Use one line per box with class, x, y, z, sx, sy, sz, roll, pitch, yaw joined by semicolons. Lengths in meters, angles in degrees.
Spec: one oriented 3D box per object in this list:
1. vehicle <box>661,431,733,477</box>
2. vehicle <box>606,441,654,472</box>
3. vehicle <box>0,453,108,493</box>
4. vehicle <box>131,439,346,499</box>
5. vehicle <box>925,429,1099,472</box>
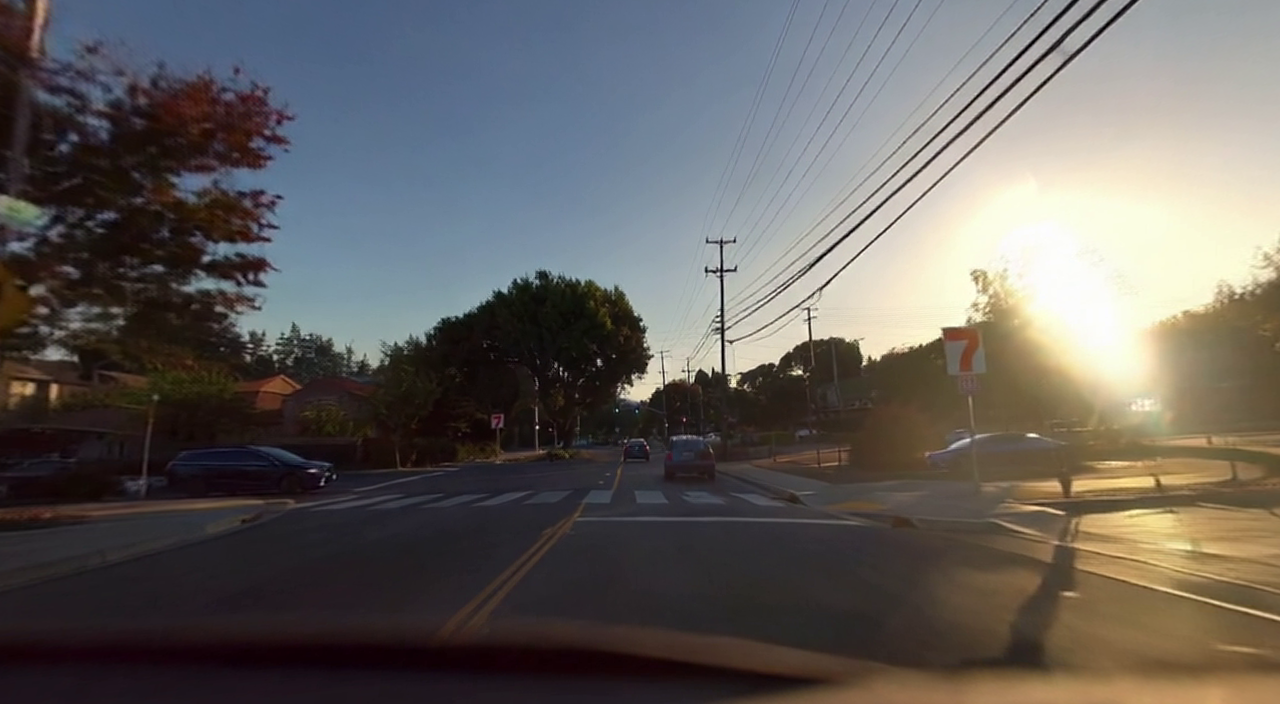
vehicle;2.455;4.643;28.993;2.553;1.868;5.536;0;-9;-2
vehicle;-0.569;5.200;31.575;1.874;1.427;3.976;1;-9;-8
vehicle;-29.241;5.924;31.225;2.085;1.763;4.658;1;-9;-6
vehicle;-13.826;4.052;22.147;5.866;1.904;2.197;1;-9;-6
vehicle;13.037;3.485;22.396;4.872;1.400;1.955;-1;-9;3
